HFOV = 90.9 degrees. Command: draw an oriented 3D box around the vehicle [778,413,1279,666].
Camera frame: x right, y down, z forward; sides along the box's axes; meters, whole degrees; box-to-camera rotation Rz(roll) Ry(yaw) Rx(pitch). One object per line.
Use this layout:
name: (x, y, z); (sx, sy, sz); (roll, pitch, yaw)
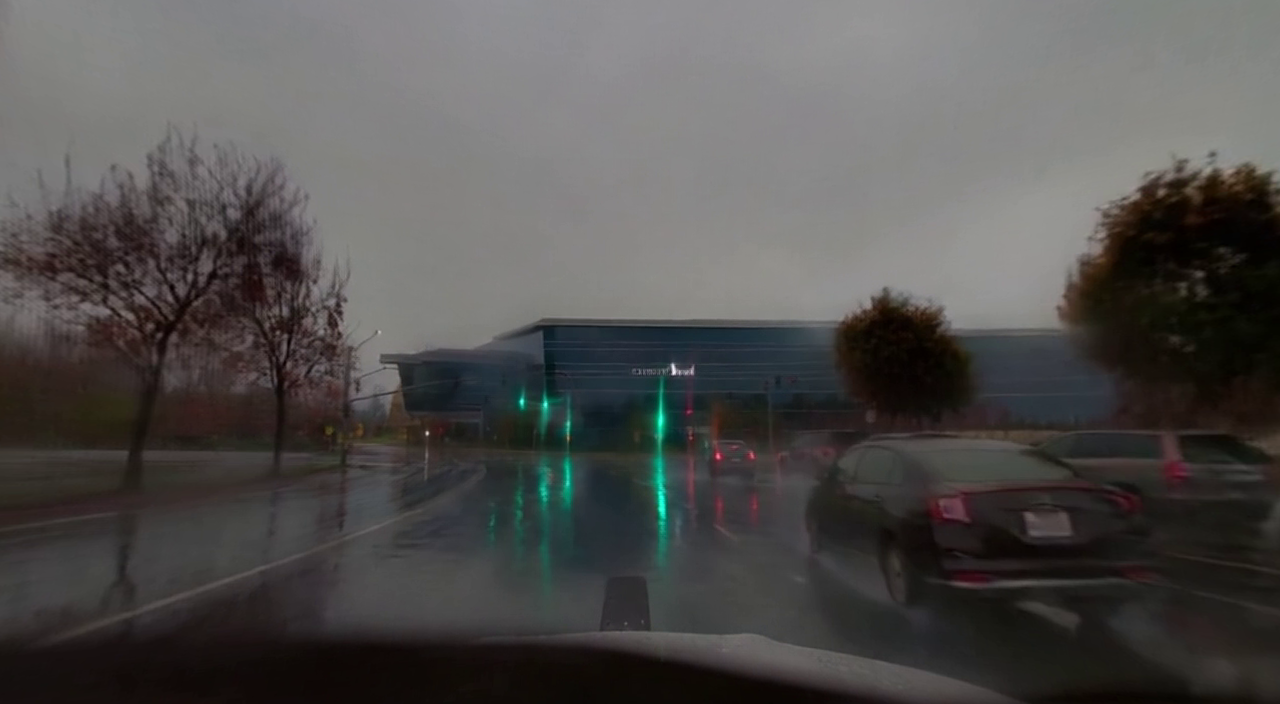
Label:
vehicle: (2.974, 1.433, 5.986); (2.280, 1.472, 4.426); (0, -9, -1)

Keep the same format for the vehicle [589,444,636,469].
vehicle: (-1.782, 6.480, 39.269); (1.957, 1.463, 4.701); (2, -9, -15)

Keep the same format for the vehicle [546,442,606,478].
vehicle: (-3.157, 5.112, 30.090); (2.308, 1.535, 4.811); (2, -9, -12)

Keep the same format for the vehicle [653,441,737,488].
vehicle: (1.823, 3.947, 22.501); (1.984, 1.476, 4.488); (1, -9, -8)
